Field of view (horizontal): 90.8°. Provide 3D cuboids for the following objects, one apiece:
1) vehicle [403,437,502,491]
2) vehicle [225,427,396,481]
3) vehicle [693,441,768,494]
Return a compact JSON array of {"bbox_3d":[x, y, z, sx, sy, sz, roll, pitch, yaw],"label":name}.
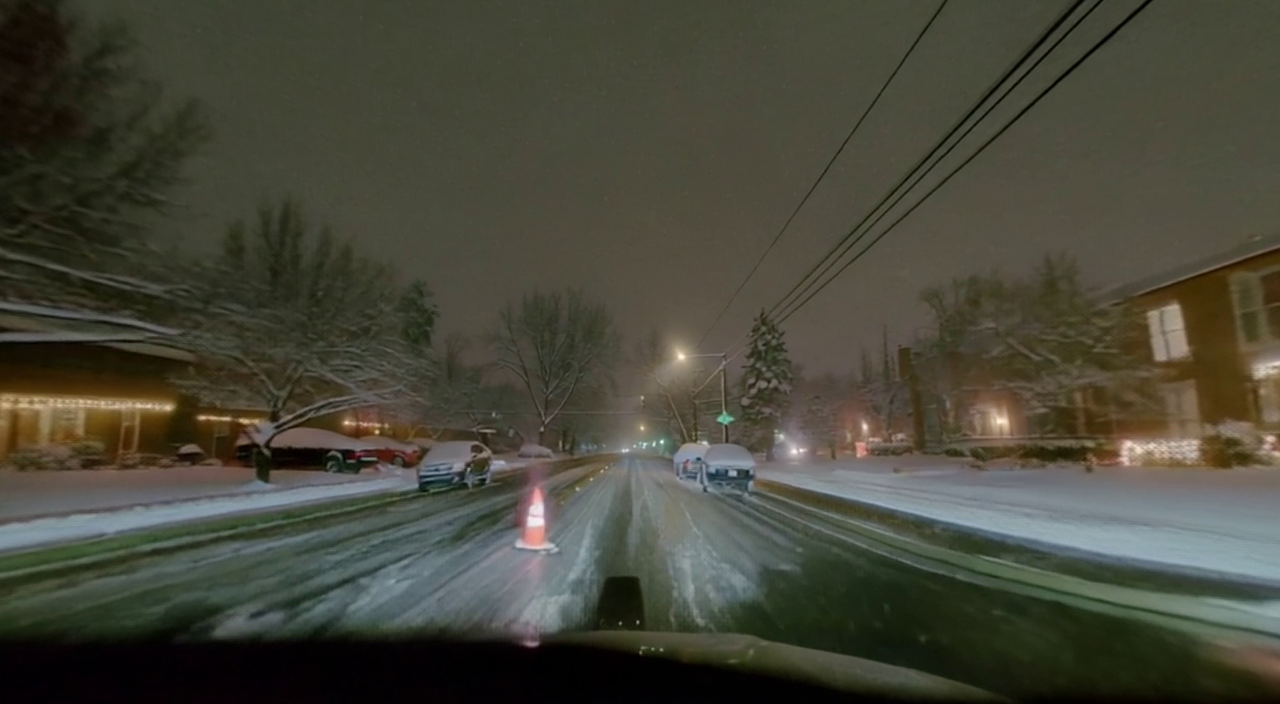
[{"bbox_3d":[-7.230,4.406,25.049,2.266,1.877,5.167,-1,-10,1],"label":"vehicle"},{"bbox_3d":[-15.308,4.777,29.727,6.526,2.046,2.522,3,-8,-2],"label":"vehicle"},{"bbox_3d":[3.076,4.014,22.344,1.896,1.602,4.571,1,-9,-1],"label":"vehicle"}]
